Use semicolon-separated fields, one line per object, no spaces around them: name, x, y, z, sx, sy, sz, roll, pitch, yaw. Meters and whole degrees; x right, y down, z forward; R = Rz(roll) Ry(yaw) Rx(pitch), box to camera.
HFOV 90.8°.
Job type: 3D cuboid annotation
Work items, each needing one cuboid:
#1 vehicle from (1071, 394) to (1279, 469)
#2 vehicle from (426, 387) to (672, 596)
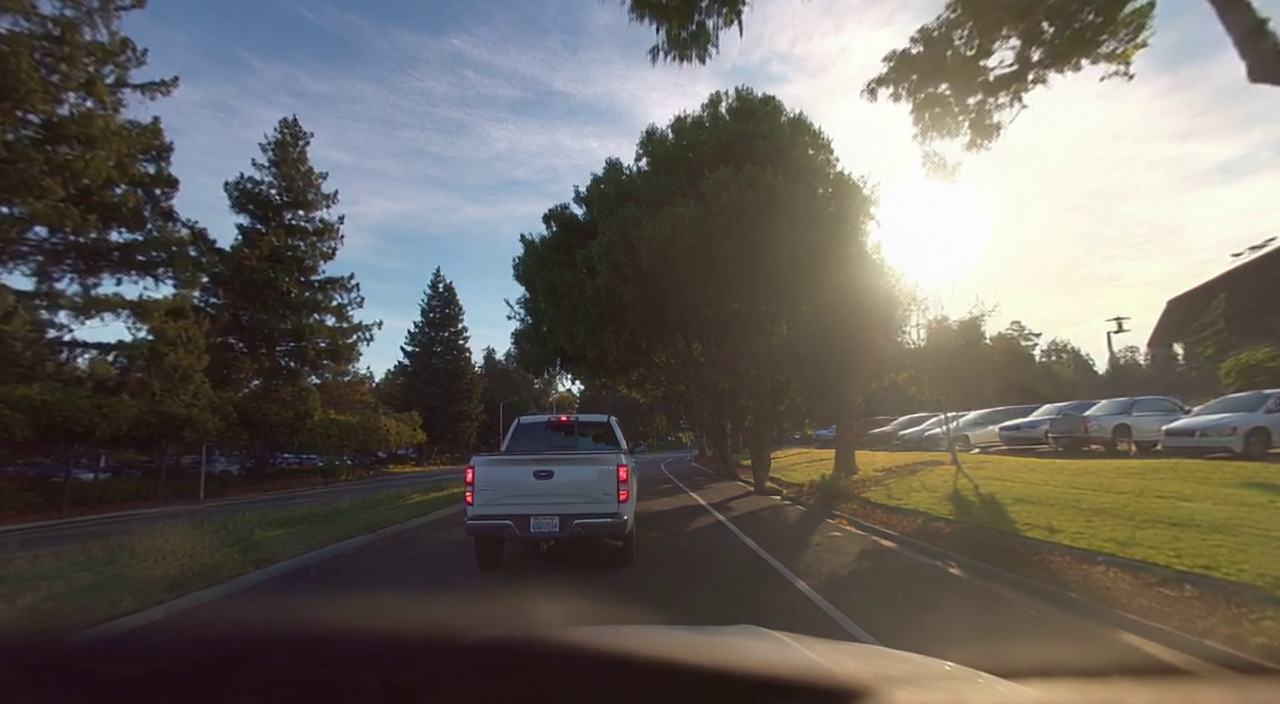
vehicle;11.837;1.658;13.110;4.298;1.392;1.944;-1;-8;2
vehicle;-0.730;1.594;8.143;2.157;1.816;5.039;0;-8;2
